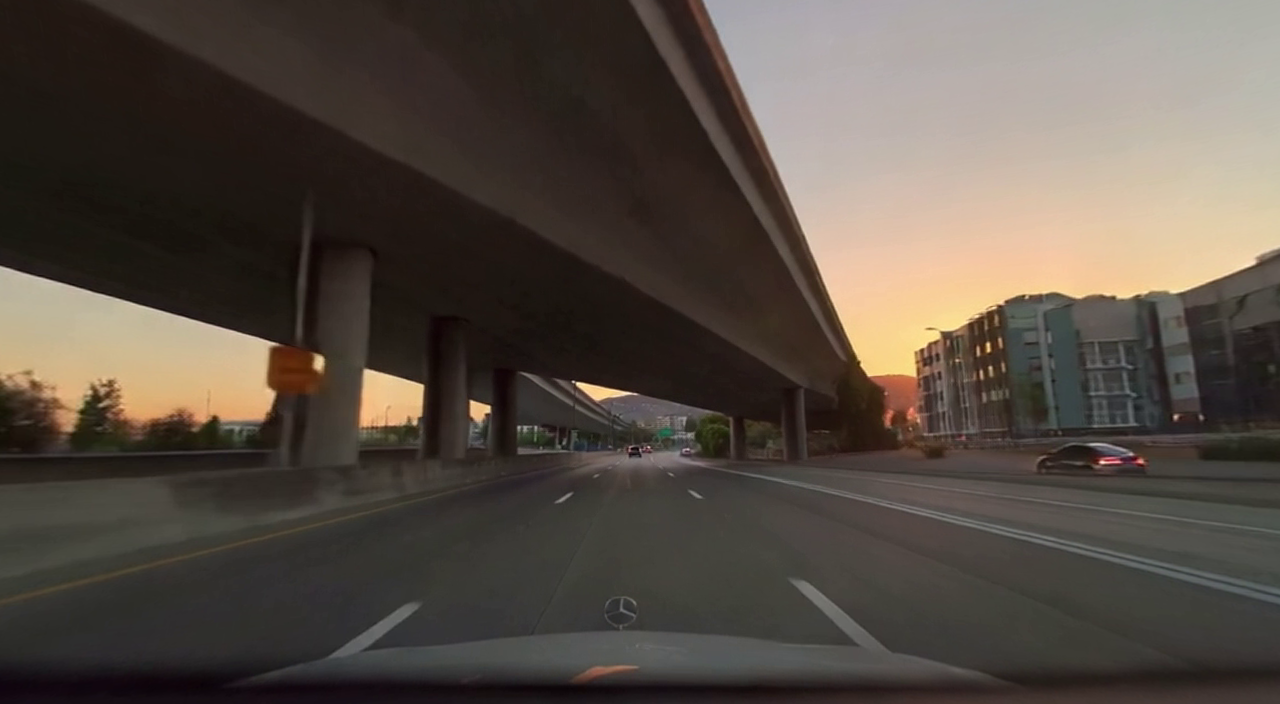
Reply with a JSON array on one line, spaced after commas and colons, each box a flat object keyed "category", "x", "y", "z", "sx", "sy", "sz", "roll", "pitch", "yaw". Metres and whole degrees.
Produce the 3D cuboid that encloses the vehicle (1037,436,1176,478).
[{"category": "vehicle", "x": 18.444, "y": 4.176, "z": 25.317, "sx": 2.059, "sy": 1.457, "sz": 4.537, "roll": -1, "pitch": -9, "yaw": -1}]
